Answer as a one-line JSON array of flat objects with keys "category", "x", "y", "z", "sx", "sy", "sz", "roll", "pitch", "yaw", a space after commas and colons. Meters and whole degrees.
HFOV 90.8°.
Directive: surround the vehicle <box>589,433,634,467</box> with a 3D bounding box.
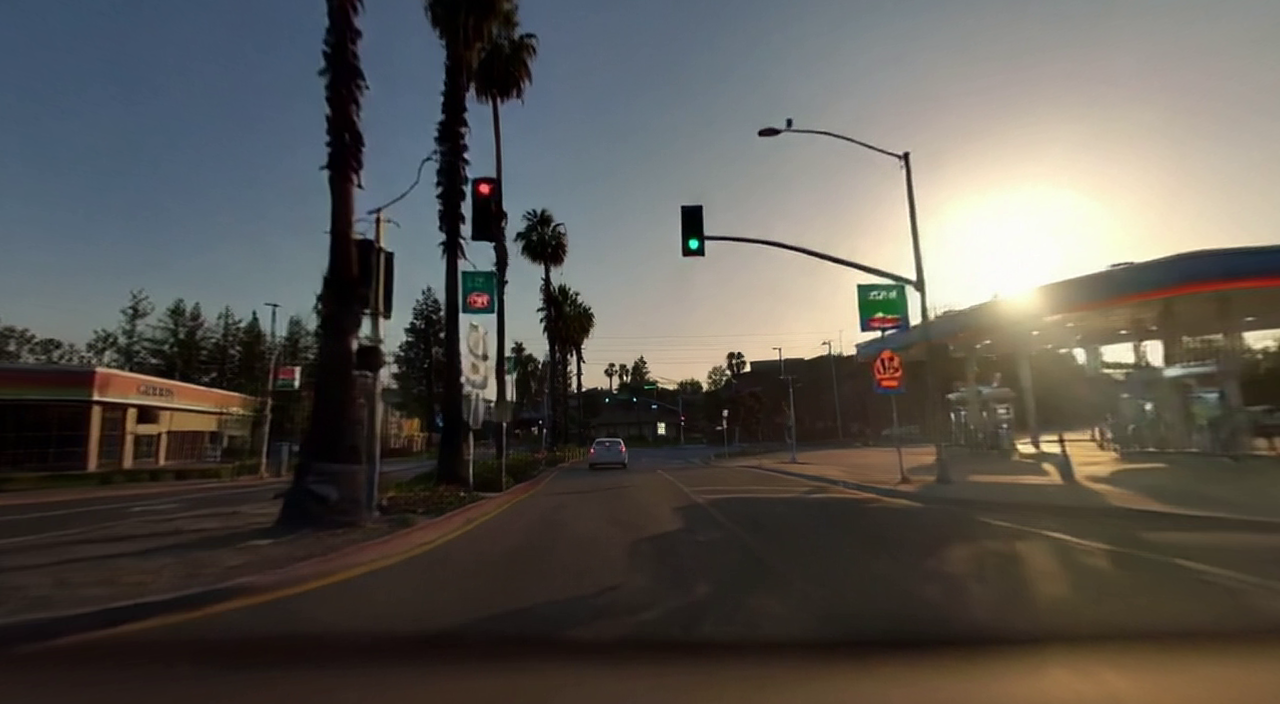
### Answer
[{"category": "vehicle", "x": -1.429, "y": 4.860, "z": 31.358, "sx": 2.073, "sy": 1.525, "sz": 4.809, "roll": 0, "pitch": -9, "yaw": -3}]
